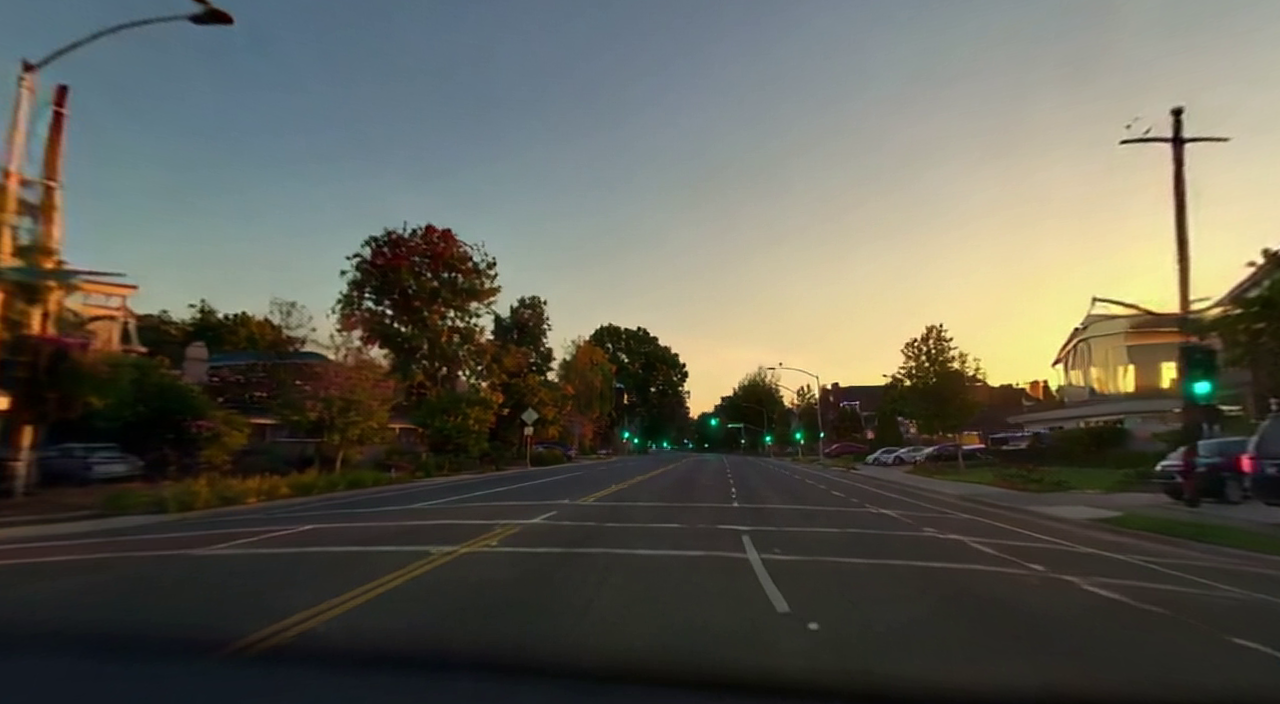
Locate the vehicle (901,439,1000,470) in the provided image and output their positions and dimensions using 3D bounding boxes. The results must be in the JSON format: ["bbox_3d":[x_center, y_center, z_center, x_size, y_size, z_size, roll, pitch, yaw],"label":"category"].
[{"bbox_3d":[18.849,6.230,38.557,4.854,1.803,2.179,0,-9,2],"label":"vehicle"}]

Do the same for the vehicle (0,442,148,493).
[{"bbox_3d":[-19.169,3.763,21.029,1.786,1.500,4.021,-2,-9,13],"label":"vehicle"}]

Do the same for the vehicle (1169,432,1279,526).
[{"bbox_3d":[14.886,2.707,13.666,4.691,1.872,2.147,-1,-9,6],"label":"vehicle"}]
